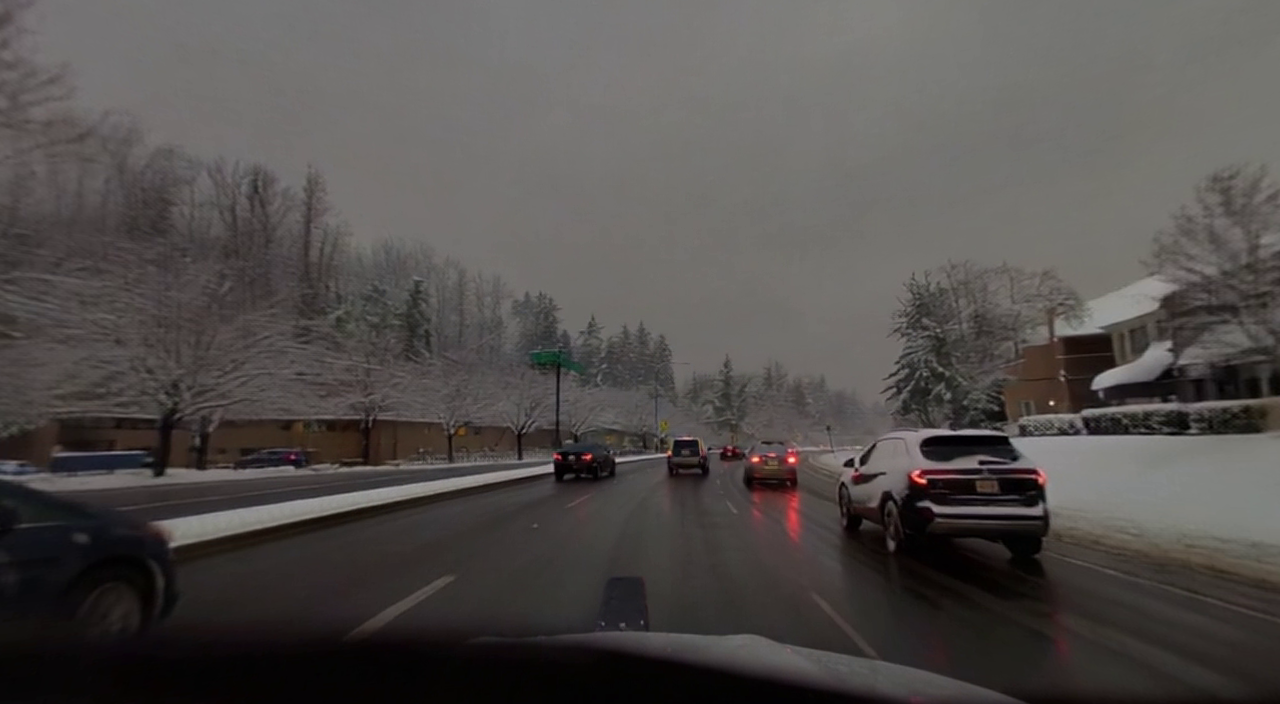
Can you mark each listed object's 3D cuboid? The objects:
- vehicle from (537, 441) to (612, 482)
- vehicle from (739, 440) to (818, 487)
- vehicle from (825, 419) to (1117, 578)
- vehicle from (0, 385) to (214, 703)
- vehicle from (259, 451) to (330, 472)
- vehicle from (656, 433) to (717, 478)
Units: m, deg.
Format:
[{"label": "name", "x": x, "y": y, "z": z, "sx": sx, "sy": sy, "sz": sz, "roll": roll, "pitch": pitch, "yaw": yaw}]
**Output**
[{"label": "vehicle", "x": -2.470, "y": 4.291, "z": 25.037, "sx": 2.006, "sy": 1.464, "sz": 4.586, "roll": -1, "pitch": -9, "yaw": 7}, {"label": "vehicle", "x": 4.720, "y": 3.854, "z": 22.148, "sx": 2.117, "sy": 1.472, "sz": 4.158, "roll": -1, "pitch": -9, "yaw": 4}, {"label": "vehicle", "x": 3.767, "y": 1.705, "z": 7.980, "sx": 1.859, "sy": 1.540, "sz": 3.454, "roll": -1, "pitch": -9, "yaw": 2}, {"label": "vehicle", "x": -3.641, "y": 0.698, "z": 1.312, "sx": 2.169, "sy": 1.468, "sz": 4.716, "roll": 0, "pitch": -9, "yaw": 1}, {"label": "vehicle", "x": -25.760, "y": 8.150, "z": 47.002, "sx": 4.565, "sy": 1.478, "sz": 1.989, "roll": -3, "pitch": -9, "yaw": 18}, {"label": "vehicle", "x": 2.111, "y": 4.475, "z": 27.384, "sx": 2.250, "sy": 1.768, "sz": 4.574, "roll": -2, "pitch": -9, "yaw": 9}]
